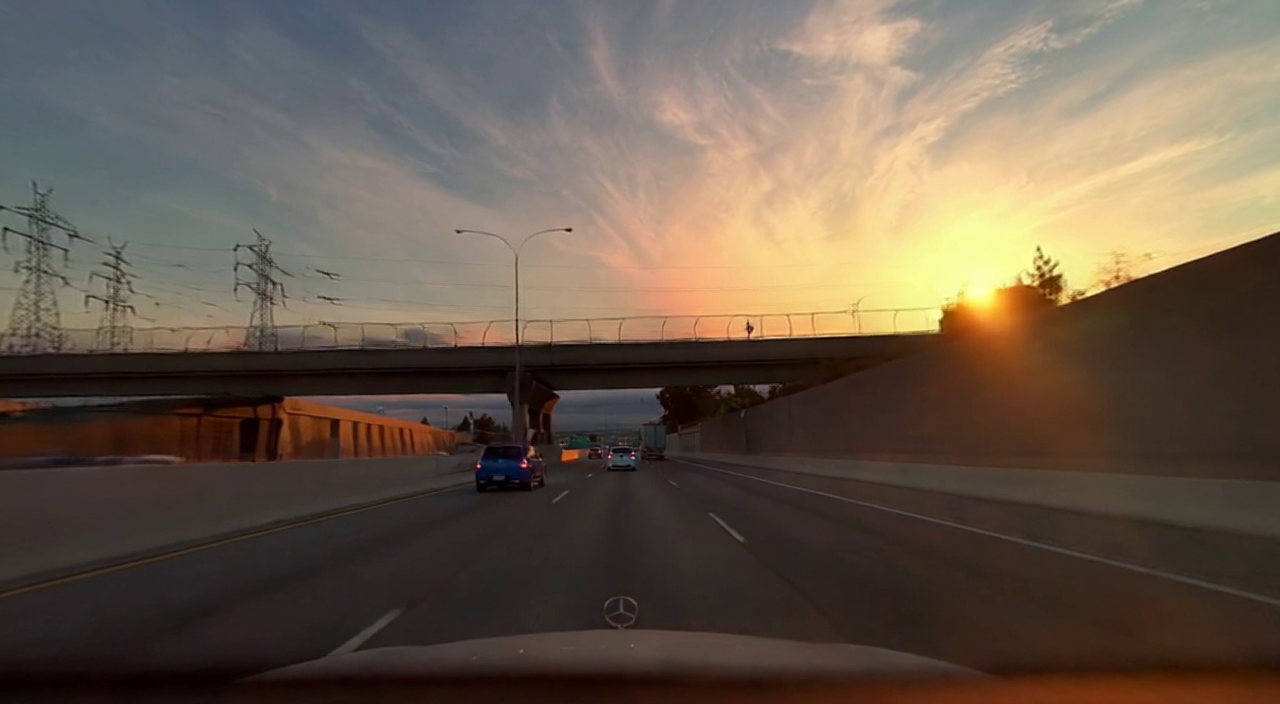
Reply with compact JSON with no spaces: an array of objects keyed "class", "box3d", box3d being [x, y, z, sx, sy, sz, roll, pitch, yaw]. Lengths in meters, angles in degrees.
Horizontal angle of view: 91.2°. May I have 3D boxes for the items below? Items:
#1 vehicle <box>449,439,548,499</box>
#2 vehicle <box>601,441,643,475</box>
[{"class":"vehicle","box3d":[-3.957,3.346,18.278,1.987,1.548,3.981,0,-9,-1]},{"class":"vehicle","box3d":[-0.892,5.453,32.387,2.004,1.615,4.113,0,-9,-1]}]
